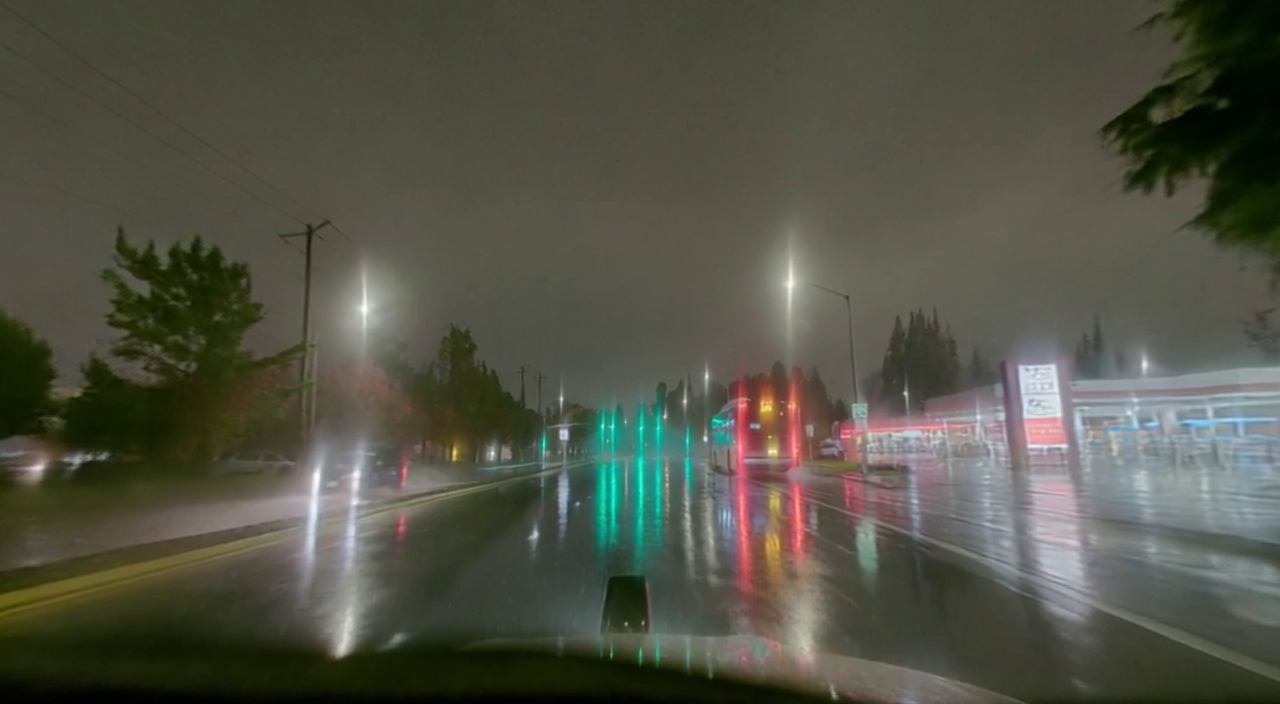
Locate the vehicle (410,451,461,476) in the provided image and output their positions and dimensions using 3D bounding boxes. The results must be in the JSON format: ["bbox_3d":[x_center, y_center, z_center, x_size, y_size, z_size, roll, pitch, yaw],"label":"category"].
[{"bbox_3d":[-13.222,7.218,41.097,1.779,1.476,4.260,0,-8,2],"label":"vehicle"}]

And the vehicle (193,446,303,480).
[{"bbox_3d":[-24.370,6.869,39.446,2.284,1.855,5.392,-4,-9,25],"label":"vehicle"}]

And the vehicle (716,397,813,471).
[{"bbox_3d":[8.635,6.112,46.352,4.582,4.678,12.589,0,-8,0],"label":"vehicle"}]

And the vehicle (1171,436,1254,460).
[{"bbox_3d":[44.623,7.462,49.351,1.948,1.776,5.438,-1,-8,8],"label":"vehicle"}]

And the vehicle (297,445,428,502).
[{"bbox_3d":[-8.127,3.571,18.988,1.900,1.481,4.317,0,-8,1],"label":"vehicle"}]
